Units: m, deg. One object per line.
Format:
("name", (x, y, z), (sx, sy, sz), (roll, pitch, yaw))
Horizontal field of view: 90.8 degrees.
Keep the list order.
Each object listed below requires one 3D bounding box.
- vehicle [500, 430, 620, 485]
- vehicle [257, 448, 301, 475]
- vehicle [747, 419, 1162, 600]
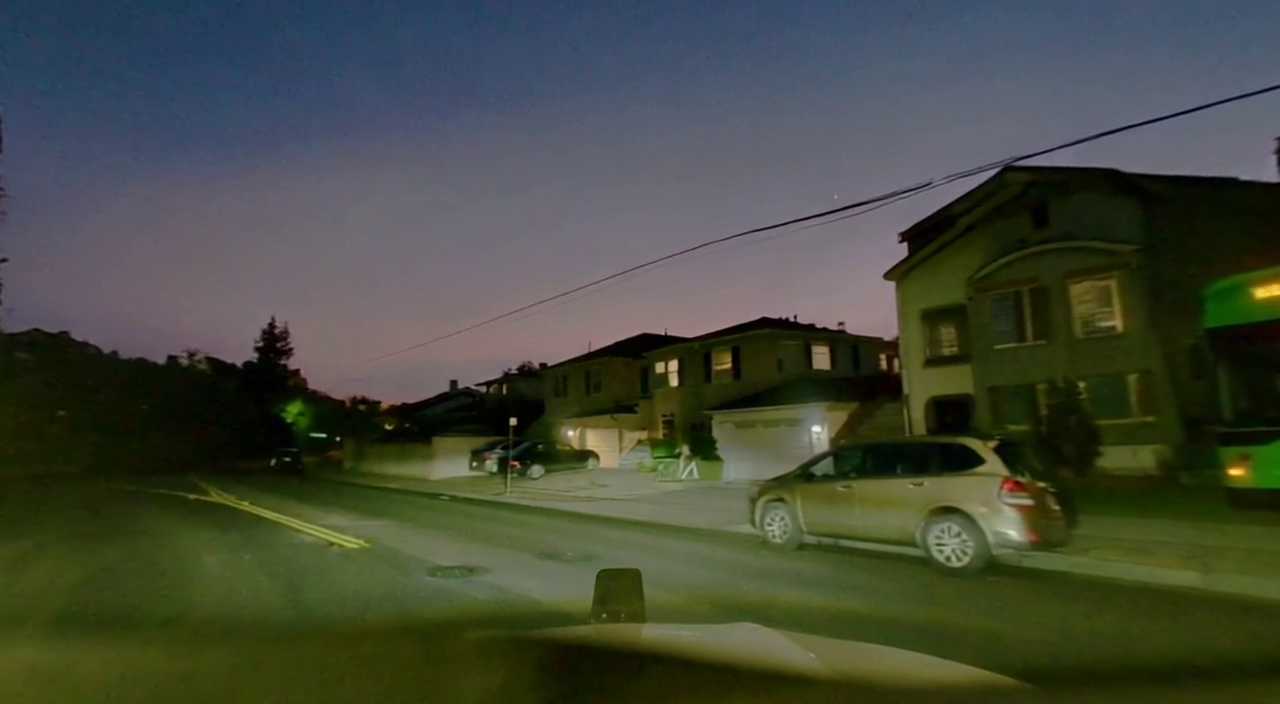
("vehicle", (-3.144, 4.138, 25.235), (4.431, 1.873, 1.920), (4, -9, -41))
("vehicle", (-23.729, 7.152, 41.443), (1.984, 1.601, 3.994), (6, -10, -34))
("vehicle", (3.781, 1.842, 8.376), (1.934, 1.697, 4.432), (7, -11, -40))
